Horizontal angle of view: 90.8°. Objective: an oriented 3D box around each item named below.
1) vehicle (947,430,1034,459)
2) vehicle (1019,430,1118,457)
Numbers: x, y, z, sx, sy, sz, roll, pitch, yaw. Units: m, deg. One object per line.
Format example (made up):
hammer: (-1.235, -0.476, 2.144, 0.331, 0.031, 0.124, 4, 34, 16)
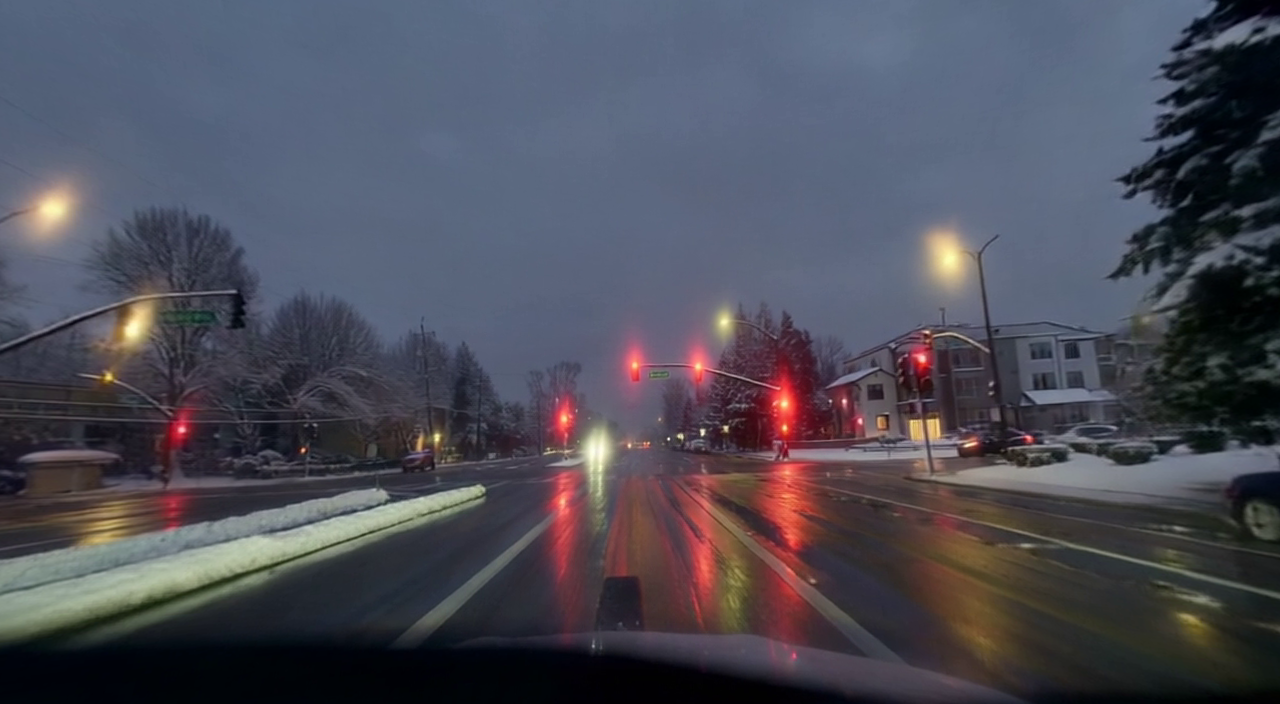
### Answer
vehicle: (22.019, 5.853, 39.787, 4.323, 1.746, 1.872, 0, -9, -3)
vehicle: (27.240, 5.843, 40.261, 4.910, 1.644, 2.032, 0, -9, -5)
